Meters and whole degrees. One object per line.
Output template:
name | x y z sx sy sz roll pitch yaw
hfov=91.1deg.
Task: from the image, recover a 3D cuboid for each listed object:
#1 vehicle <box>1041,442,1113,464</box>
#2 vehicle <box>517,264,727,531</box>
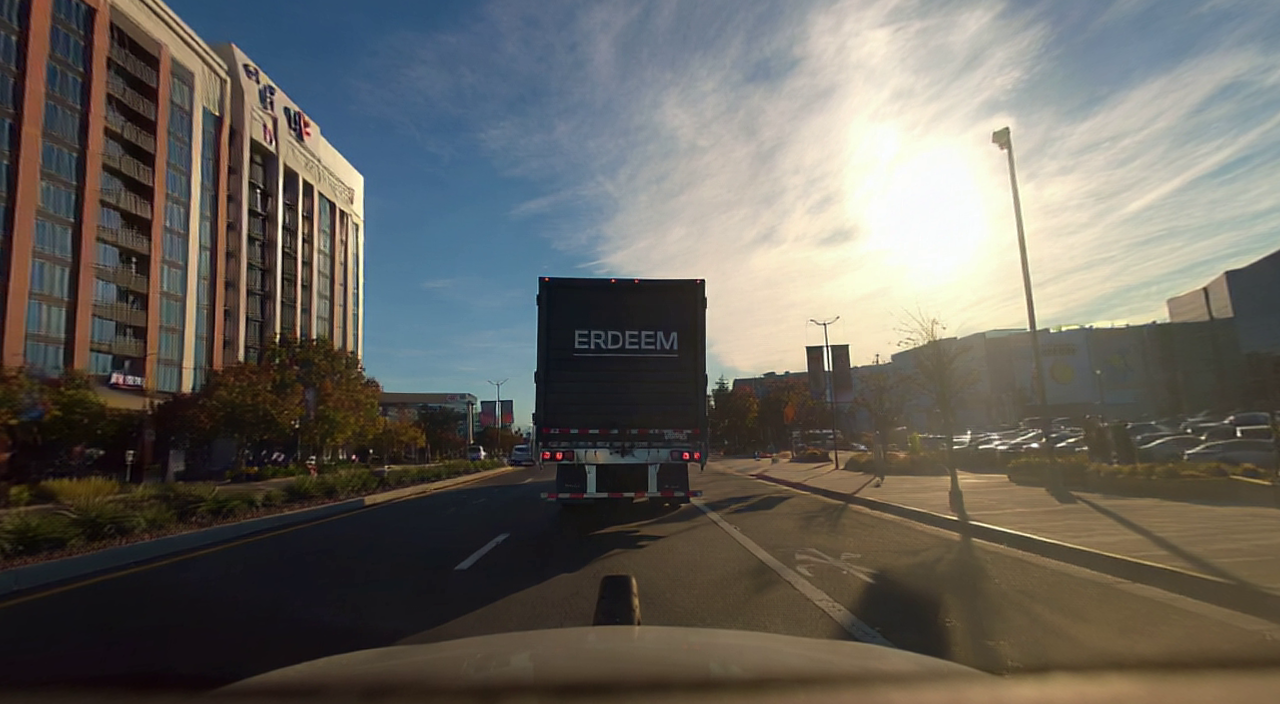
vehicle | 31.365 7.222 45.157 1.652 1.423 3.797 5 -9 -35
vehicle | -0.192 1.212 13.471 2.876 3.724 9.351 0 -8 1
